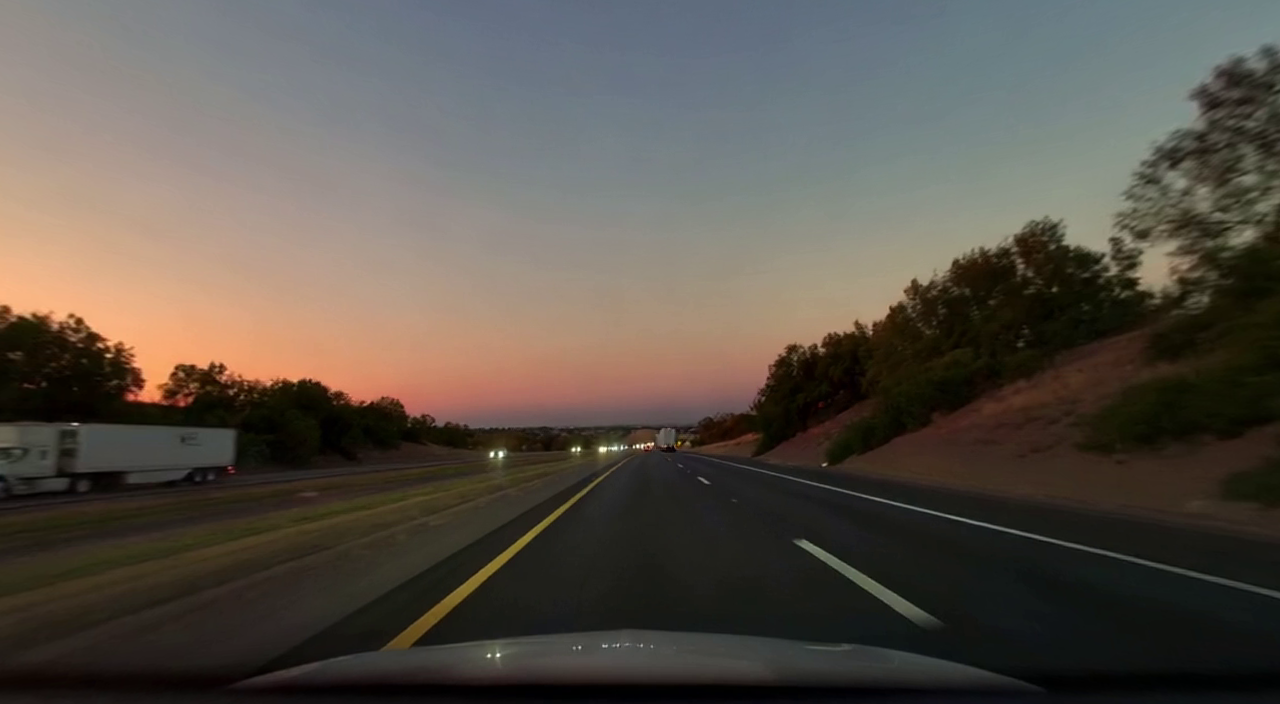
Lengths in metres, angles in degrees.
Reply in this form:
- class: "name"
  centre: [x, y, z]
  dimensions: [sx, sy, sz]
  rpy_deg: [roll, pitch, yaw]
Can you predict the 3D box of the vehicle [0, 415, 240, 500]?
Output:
- class: "vehicle"
  centre: [-32.493, 6.512, 39.947]
  dimensions: [2.933, 4.229, 16.545]
  rpy_deg: [0, -8, 1]
